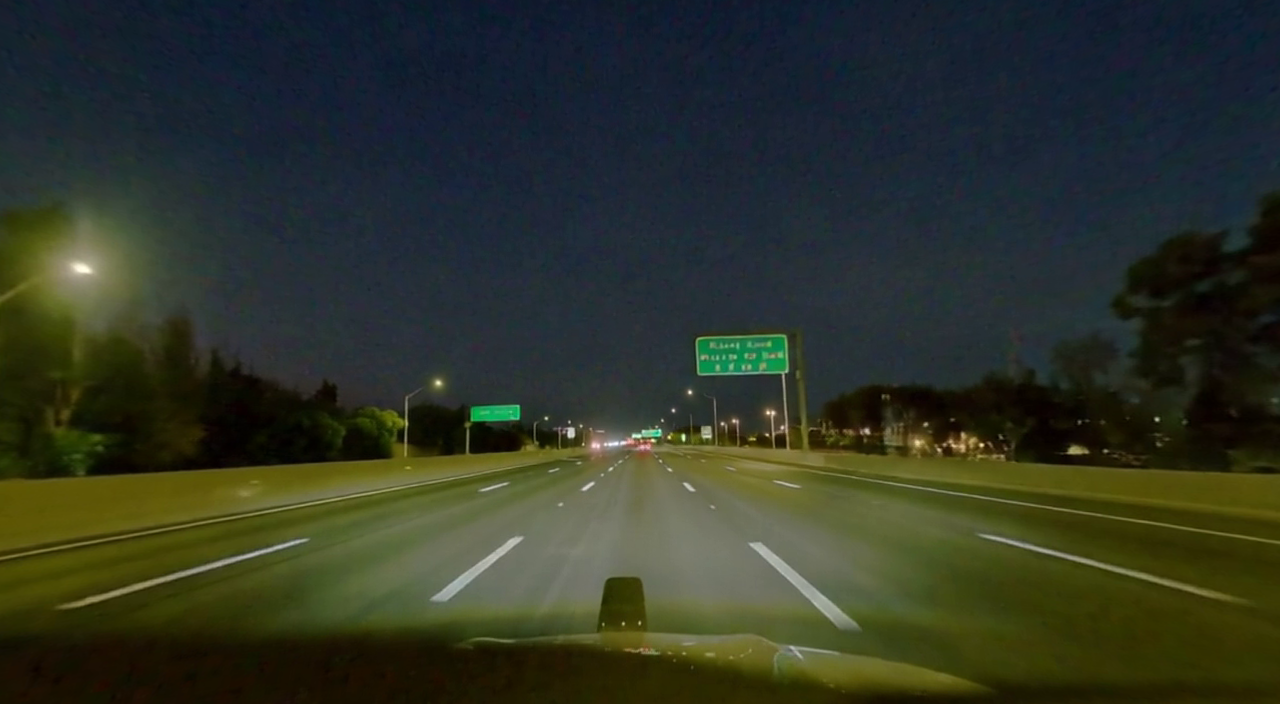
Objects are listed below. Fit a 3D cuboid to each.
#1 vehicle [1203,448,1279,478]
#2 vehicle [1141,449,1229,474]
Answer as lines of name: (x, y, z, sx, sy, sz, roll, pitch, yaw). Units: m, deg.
vehicle: (42.266, 7.630, 43.420, 4.888, 1.742, 2.113, -3, -8, 0)
vehicle: (41.152, 8.260, 47.713, 4.709, 1.790, 1.939, 0, -8, 1)
